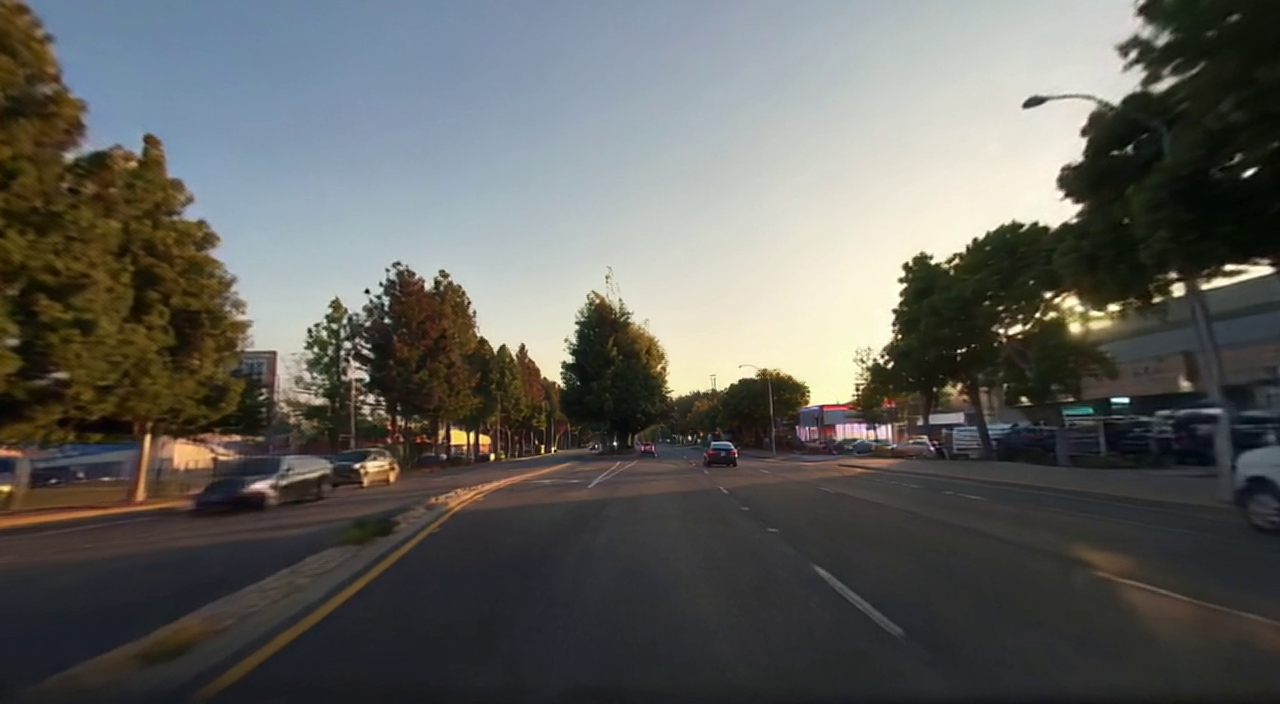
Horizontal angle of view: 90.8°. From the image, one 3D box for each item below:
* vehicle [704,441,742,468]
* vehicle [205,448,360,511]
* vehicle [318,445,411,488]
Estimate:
[{"bbox_3d":[5.267,6.585,40.766,1.957,1.643,4.226,0,-9,1],"label":"vehicle"},{"bbox_3d":[-10.459,3.724,18.997,1.994,1.657,4.510,0,-9,0],"label":"vehicle"},{"bbox_3d":[-13.679,5.688,31.833,2.225,1.961,5.380,0,-9,0],"label":"vehicle"}]
